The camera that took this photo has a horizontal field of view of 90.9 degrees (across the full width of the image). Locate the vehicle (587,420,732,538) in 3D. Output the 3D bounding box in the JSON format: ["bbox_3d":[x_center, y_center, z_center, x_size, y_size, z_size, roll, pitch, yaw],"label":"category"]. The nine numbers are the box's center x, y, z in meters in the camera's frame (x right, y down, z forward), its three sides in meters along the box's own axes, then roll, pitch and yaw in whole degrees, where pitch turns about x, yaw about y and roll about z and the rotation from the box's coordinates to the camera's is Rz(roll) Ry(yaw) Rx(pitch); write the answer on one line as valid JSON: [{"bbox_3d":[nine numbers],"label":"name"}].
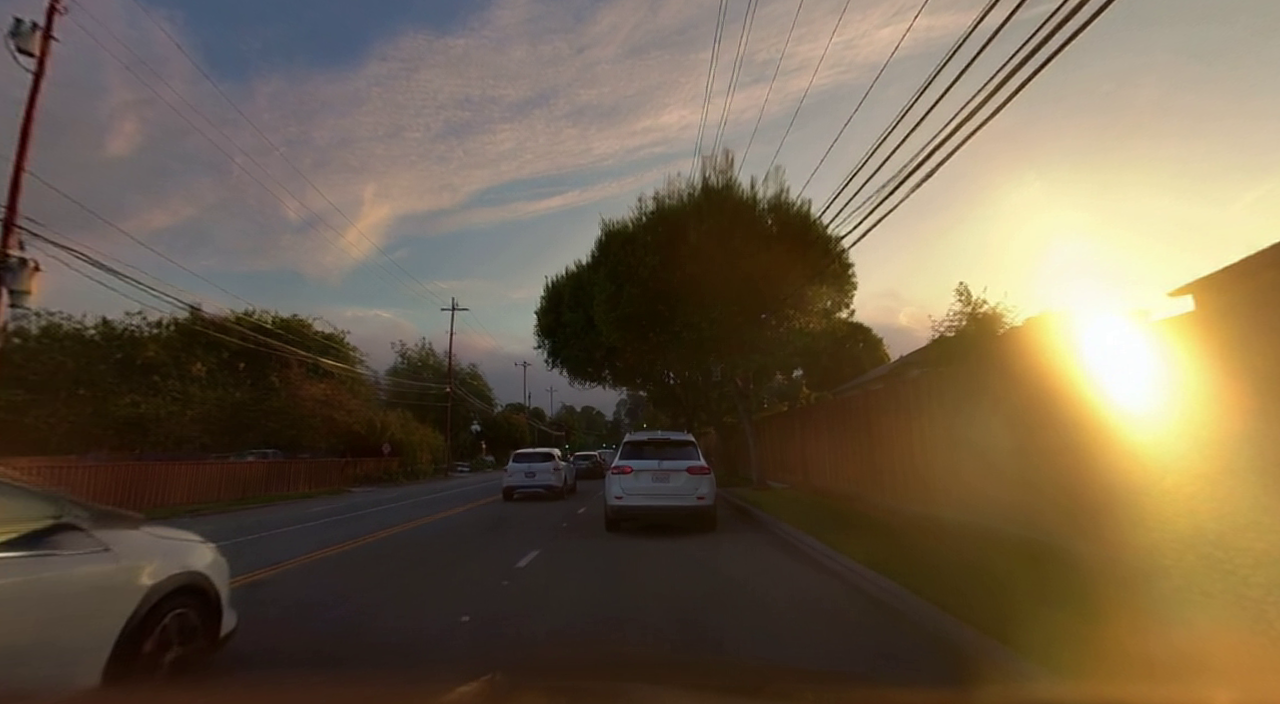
[{"bbox_3d":[0.313,2.221,11.596,2.174,1.749,4.113,0,-9,1],"label":"vehicle"}]

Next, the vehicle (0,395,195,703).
[{"bbox_3d":[-3.453,0.794,1.249,2.033,1.574,4.132,0,-9,1],"label":"vehicle"}]

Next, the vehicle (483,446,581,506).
[{"bbox_3d":[-2.916,3.429,17.939,1.979,1.489,4.006,0,-9,1],"label":"vehicle"}]
